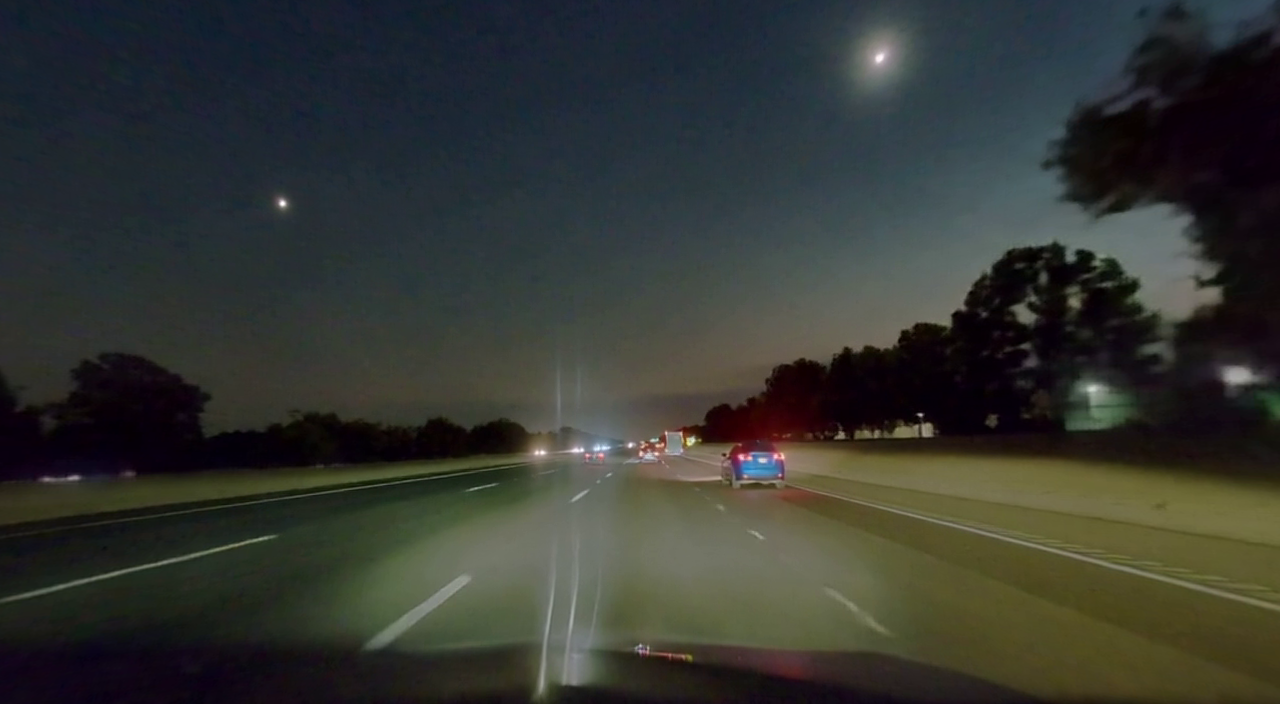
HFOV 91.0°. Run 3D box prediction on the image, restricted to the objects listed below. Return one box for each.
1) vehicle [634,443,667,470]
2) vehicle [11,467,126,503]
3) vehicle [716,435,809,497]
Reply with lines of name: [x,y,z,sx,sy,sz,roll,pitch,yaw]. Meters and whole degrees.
vehicle: [0.696,7.290,44.210,2.205,1.785,4.423,0,-9,0]
vehicle: [-29.082,6.760,32.245,1.879,1.549,4.150,0,-9,1]
vehicle: [3.758,3.585,20.179,2.082,1.720,4.393,0,-9,0]
